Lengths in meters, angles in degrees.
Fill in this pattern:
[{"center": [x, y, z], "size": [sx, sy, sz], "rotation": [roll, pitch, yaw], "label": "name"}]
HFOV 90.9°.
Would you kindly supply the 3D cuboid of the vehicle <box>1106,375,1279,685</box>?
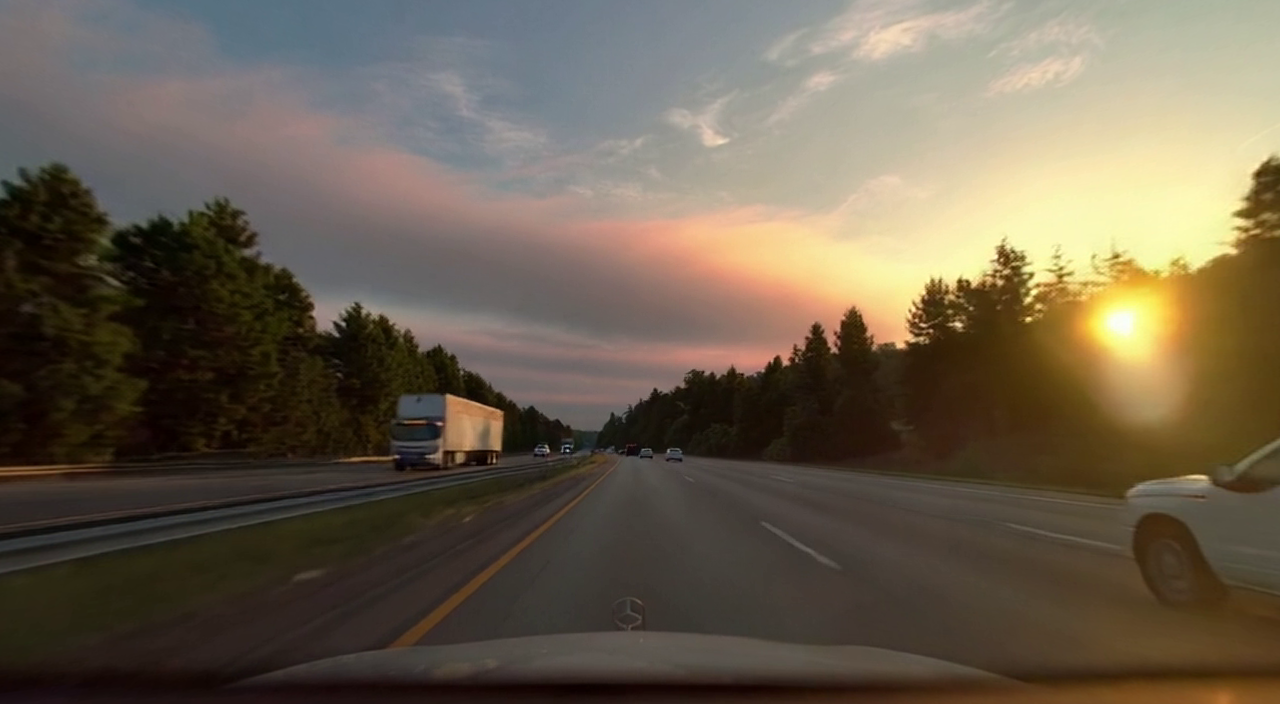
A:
[{"center": [4.425, 0.802, 2.363], "size": [1.933, 1.663, 4.440], "rotation": [0, -9, 0], "label": "vehicle"}]
